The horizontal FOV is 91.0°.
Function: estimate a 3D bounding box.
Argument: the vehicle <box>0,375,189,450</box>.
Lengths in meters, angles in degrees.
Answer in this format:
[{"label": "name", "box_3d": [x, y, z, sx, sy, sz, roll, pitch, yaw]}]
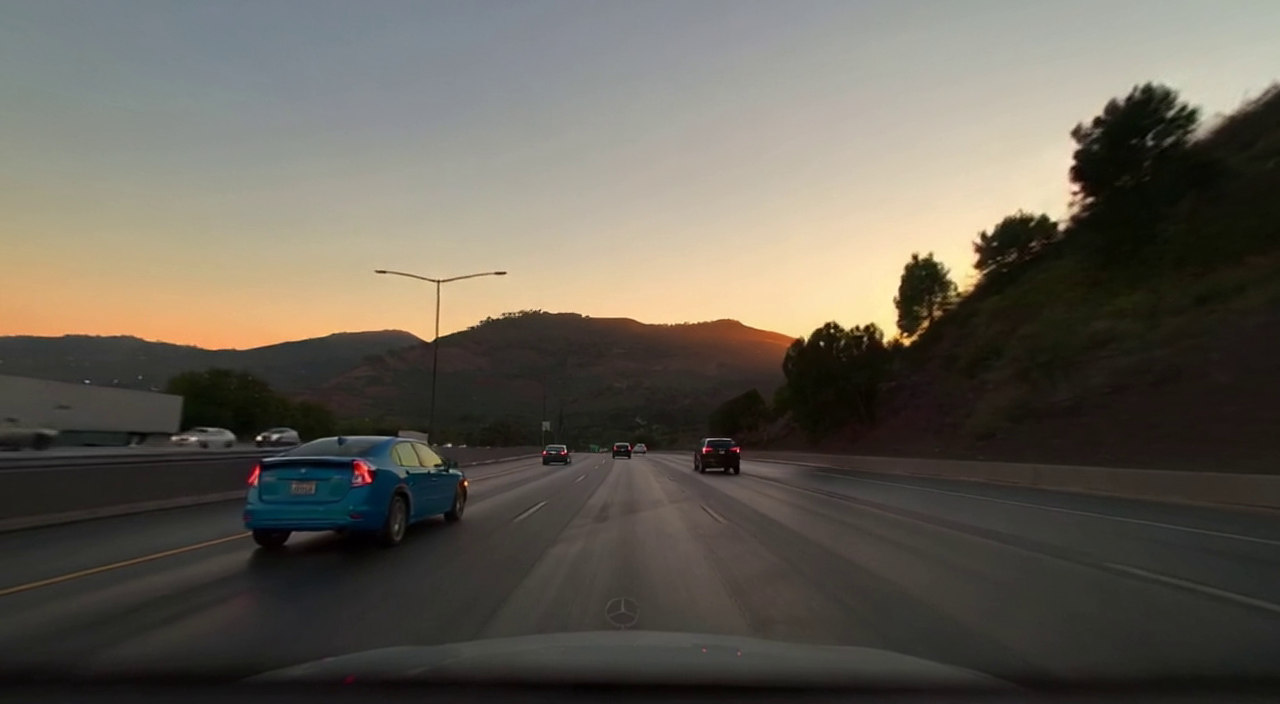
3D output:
[{"label": "vehicle", "box_3d": [-36.202, 4.186, 40.180, 2.975, 3.991, 16.880, 1, -9, -2]}]

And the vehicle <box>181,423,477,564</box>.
[{"label": "vehicle", "box_3d": [-3.963, 1.867, 9.056, 1.993, 1.500, 4.248, 0, -9, 1]}]

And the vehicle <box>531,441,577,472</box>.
[{"label": "vehicle", "box_3d": [-4.345, 5.336, 32.322, 1.796, 1.464, 3.839, 0, -9, 0]}]

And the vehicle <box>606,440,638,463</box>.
[{"label": "vehicle", "box_3d": [-1.240, 7.141, 45.246, 2.147, 1.572, 4.094, 0, -9, 0]}]

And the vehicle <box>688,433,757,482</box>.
[{"label": "vehicle", "box_3d": [3.299, 4.351, 26.179, 2.222, 1.820, 4.733, 0, -9, 0]}]
